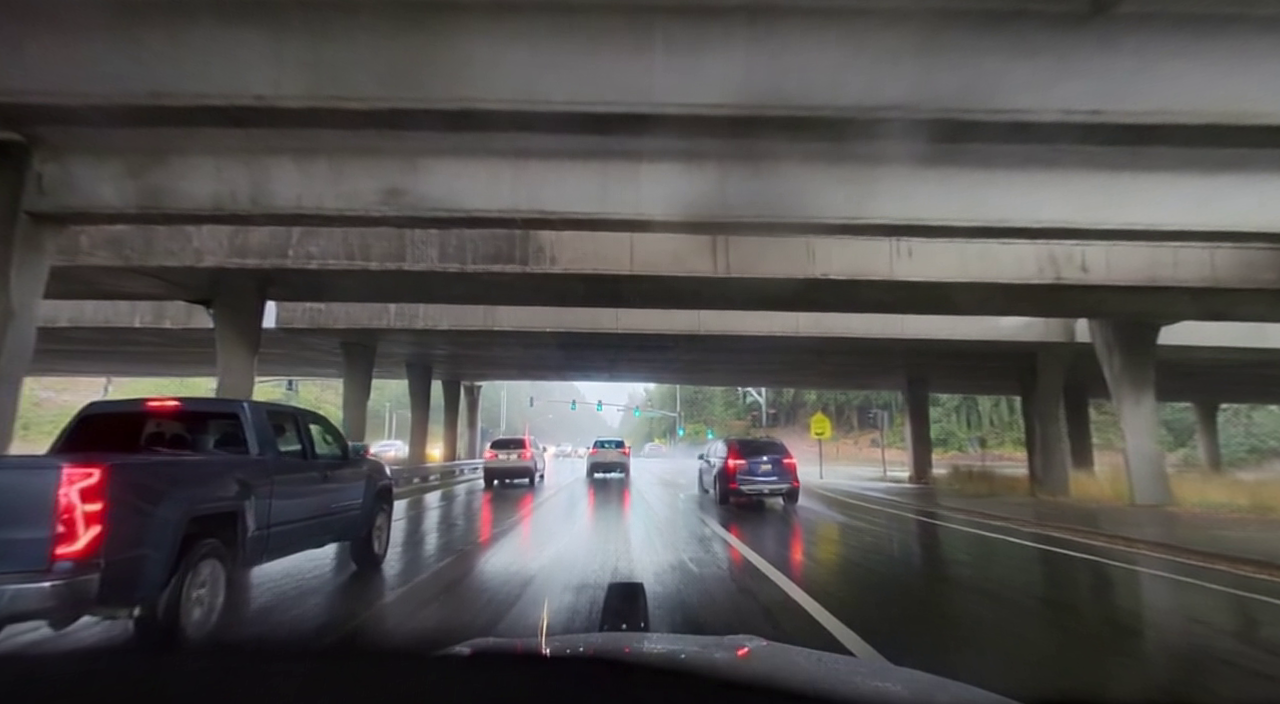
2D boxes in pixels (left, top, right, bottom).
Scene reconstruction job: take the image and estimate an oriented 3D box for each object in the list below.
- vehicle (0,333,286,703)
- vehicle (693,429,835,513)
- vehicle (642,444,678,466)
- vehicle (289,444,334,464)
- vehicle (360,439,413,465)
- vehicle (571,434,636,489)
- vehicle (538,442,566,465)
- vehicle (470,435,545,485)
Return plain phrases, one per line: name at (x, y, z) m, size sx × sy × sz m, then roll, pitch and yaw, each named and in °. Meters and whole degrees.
vehicle at (-4.030, 0.831, 2.949) m, size 2.074 × 1.814 × 4.596 m, roll 0°, pitch -8°, yaw -1°
vehicle at (2.839, 2.888, 15.961) m, size 2.234 × 1.720 × 5.378 m, roll 0°, pitch -8°, yaw -3°
vehicle at (1.367, 7.222, 44.330) m, size 2.026 × 1.457 × 3.969 m, roll 1°, pitch -8°, yaw -6°
vehicle at (-25.650, 7.977, 49.373) m, size 1.691 × 1.458 × 3.783 m, roll 0°, pitch -8°, yaw -4°
vehicle at (-17.982, 7.100, 45.012) m, size 2.013 × 1.744 × 5.015 m, roll 0°, pitch -8°, yaw -4°
vehicle at (-1.243, 3.803, 22.289) m, size 2.097 × 1.748 × 3.794 m, roll 0°, pitch -8°, yaw -2°
vehicle at (-6.671, 7.736, 48.214) m, size 1.829 × 1.614 × 3.611 m, roll 0°, pitch -8°, yaw -4°
vehicle at (-4.919, 4.084, 24.081) m, size 2.127 × 1.720 × 4.064 m, roll 0°, pitch -8°, yaw -2°
